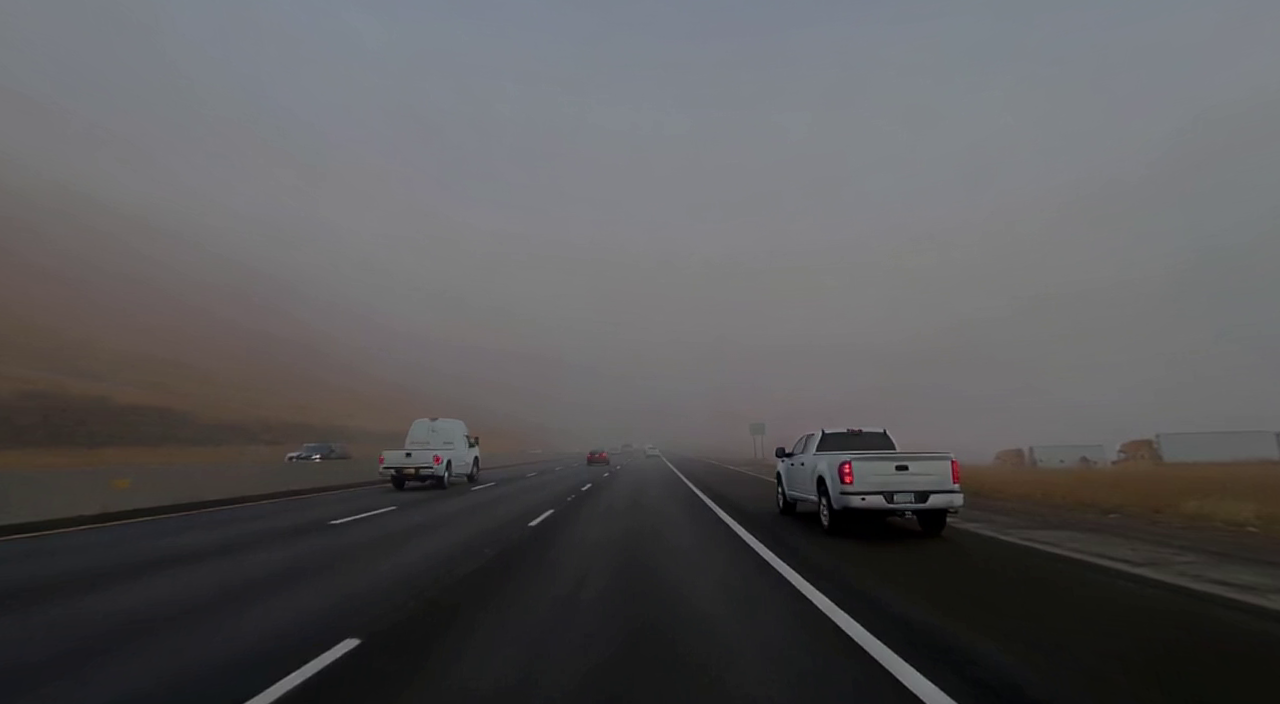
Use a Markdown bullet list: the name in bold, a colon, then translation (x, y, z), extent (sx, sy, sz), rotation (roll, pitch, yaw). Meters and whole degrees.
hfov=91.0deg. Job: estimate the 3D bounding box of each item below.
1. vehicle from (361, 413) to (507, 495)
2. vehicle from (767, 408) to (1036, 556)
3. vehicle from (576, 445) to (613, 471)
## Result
- **vehicle**: translation (-7.125, 3.689, 23.041), extent (2.937, 2.509, 7.090), rotation (0, -9, 0)
- **vehicle**: translation (3.659, 1.941, 10.058), extent (2.231, 1.789, 4.700), rotation (0, -9, 0)
- **vehicle**: translation (-2.832, 6.729, 40.160), extent (2.009, 1.593, 4.378), rotation (0, -9, 1)
